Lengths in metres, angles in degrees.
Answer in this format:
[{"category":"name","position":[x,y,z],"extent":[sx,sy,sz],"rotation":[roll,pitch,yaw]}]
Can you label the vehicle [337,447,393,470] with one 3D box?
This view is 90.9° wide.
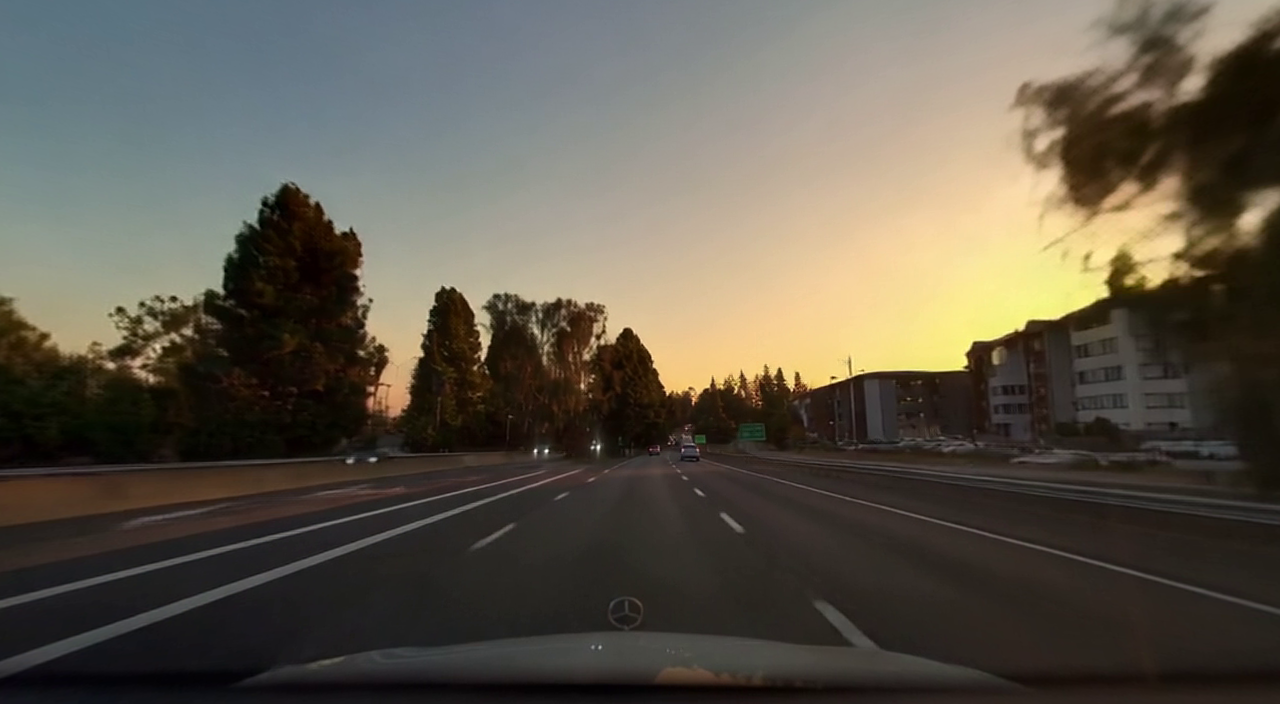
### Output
[{"category":"vehicle","position":[-19.316,7.506,44.524],"extent":[1.827,1.469,4.489],"rotation":[0,-8,1]}]
